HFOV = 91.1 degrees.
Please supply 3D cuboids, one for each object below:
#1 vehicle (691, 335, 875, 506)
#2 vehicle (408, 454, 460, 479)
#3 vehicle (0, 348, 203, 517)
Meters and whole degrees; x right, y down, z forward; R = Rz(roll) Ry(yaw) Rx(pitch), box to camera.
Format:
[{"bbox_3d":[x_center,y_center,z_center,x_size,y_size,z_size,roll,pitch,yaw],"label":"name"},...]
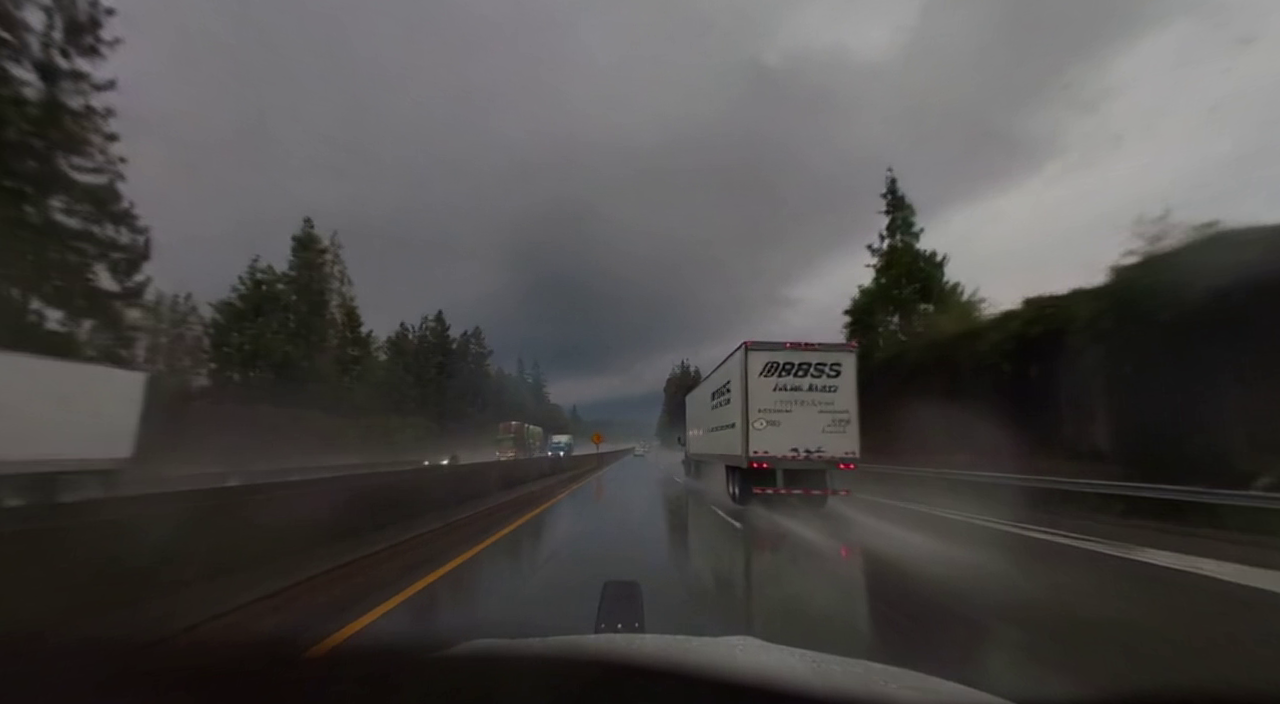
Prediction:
[{"bbox_3d":[3.914,2.690,21.907,2.926,4.060,14.068,0,-9,-1],"label":"vehicle"},{"bbox_3d":[-12.695,7.077,39.023,1.831,1.460,4.183,0,-9,0],"label":"vehicle"},{"bbox_3d":[-17.056,1.958,15.264,2.807,4.089,13.887,0,-9,0],"label":"vehicle"}]
